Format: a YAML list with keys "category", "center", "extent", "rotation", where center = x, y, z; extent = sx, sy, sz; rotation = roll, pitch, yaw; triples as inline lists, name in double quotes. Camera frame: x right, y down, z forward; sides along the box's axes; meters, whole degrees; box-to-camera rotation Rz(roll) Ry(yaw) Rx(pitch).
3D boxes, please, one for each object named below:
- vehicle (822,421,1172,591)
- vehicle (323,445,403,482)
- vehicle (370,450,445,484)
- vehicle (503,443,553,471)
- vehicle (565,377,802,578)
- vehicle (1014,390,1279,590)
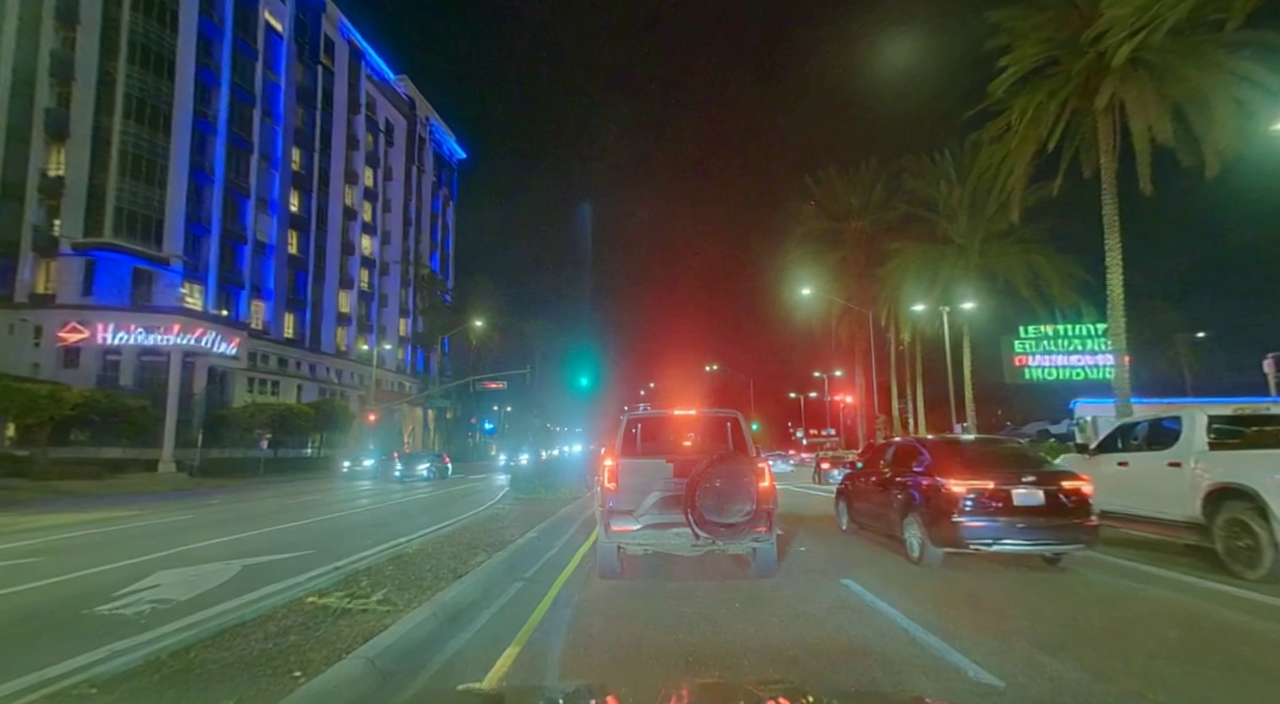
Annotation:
- category: "vehicle"
  center: [3.982, 1.773, 8.092]
  extent: [2.072, 1.595, 4.124]
  rotation: [0, -9, 1]
- category: "vehicle"
  center: [-14.810, 5.971, 34.075]
  extent: [2.061, 1.804, 4.671]
  rotation: [-1, -9, 2]
- category: "vehicle"
  center: [-11.337, 5.613, 31.127]
  extent: [2.031, 1.534, 4.079]
  rotation: [-1, -9, 2]
- category: "vehicle"
  center: [-7.476, 7.052, 42.506]
  extent: [2.268, 1.733, 4.821]
  rotation: [-1, -9, 3]
- category: "vehicle"
  center: [0.507, 1.731, 9.454]
  extent: [2.487, 2.115, 5.444]
  rotation: [0, -9, 1]
- category: "vehicle"
  center: [7.476, 1.624, 7.935]
  extent: [2.215, 1.973, 5.323]
  rotation: [0, -9, 0]
